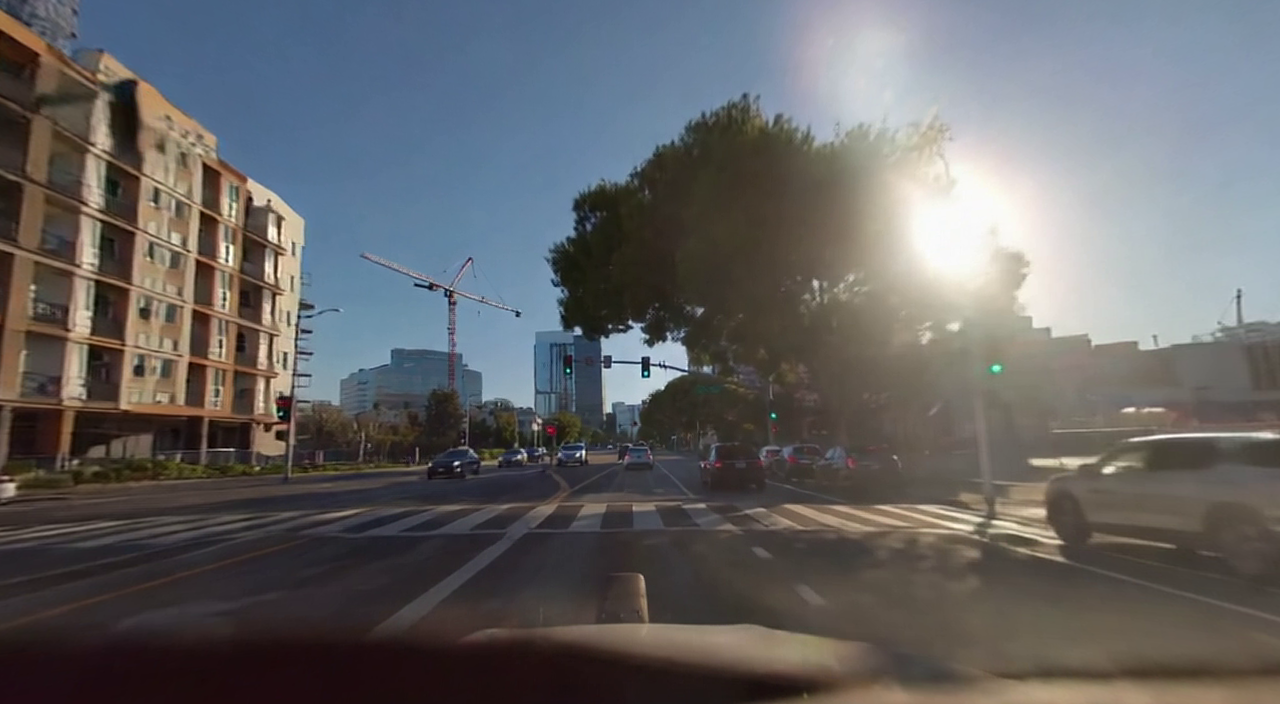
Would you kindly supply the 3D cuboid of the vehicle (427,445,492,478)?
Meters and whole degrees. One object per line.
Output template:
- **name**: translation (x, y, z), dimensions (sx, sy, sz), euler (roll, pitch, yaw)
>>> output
- **vehicle**: translation (-8.750, 5.329, 31.001), dimensions (1.902, 1.503, 4.240), euler (0, -9, 0)

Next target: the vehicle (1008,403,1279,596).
- **vehicle**: translation (7.245, 1.670, 7.759), dimensions (2.125, 1.838, 5.555), euler (0, -9, 0)

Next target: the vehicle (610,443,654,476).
- **vehicle**: translation (-0.356, 5.147, 30.553), dimensions (2.006, 1.487, 3.535), euler (0, -9, 0)

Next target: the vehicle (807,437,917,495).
- **vehicle**: translation (7.340, 3.803, 21.466), dimensions (2.031, 1.708, 4.567), euler (0, -9, -1)

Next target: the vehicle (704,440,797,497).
- **vehicle**: translation (3.095, 3.351, 18.566), dimensions (1.910, 1.474, 4.003), euler (0, -9, -1)
